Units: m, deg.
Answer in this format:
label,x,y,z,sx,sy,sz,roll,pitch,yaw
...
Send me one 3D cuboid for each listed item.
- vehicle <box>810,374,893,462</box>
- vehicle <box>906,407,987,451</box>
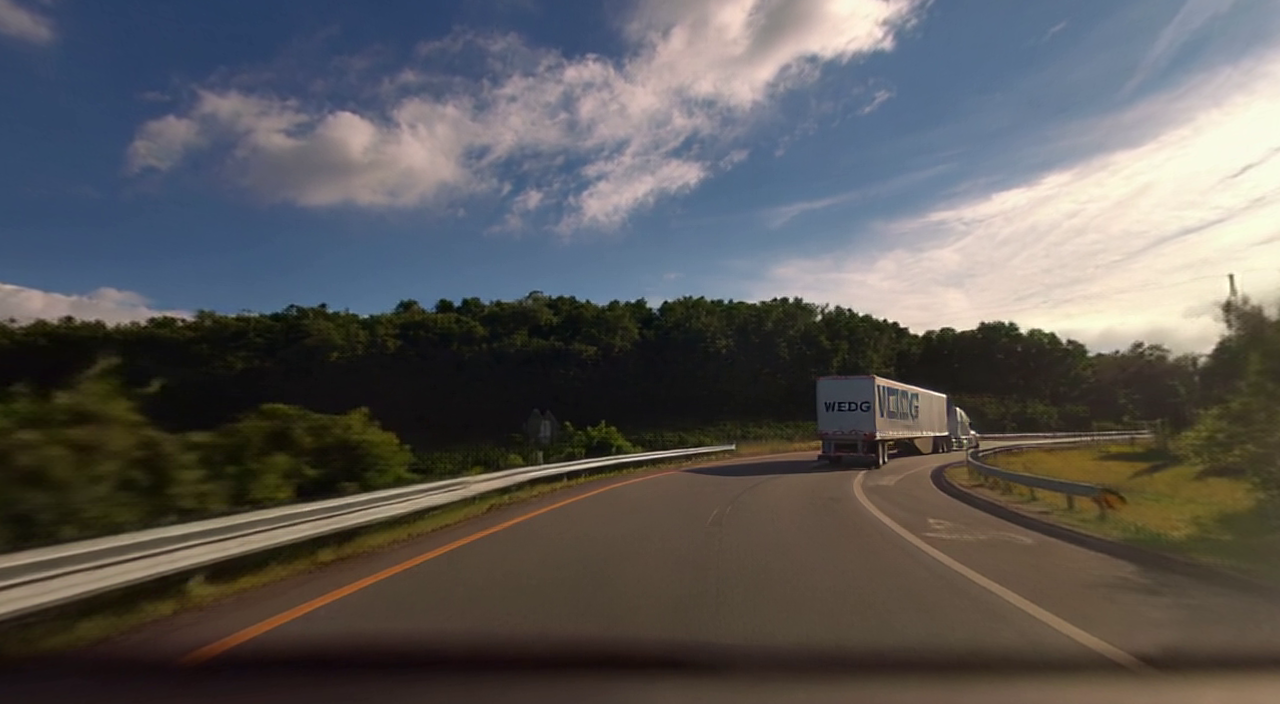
label,x,y,z,sx,sy,sz,roll,pitch,yaw
vehicle,9.795,3.085,28.959,2.963,3.771,3.137,-4,-9,28
vehicle,19.238,4.854,39.222,6.650,2.524,2.120,7,-10,-42
